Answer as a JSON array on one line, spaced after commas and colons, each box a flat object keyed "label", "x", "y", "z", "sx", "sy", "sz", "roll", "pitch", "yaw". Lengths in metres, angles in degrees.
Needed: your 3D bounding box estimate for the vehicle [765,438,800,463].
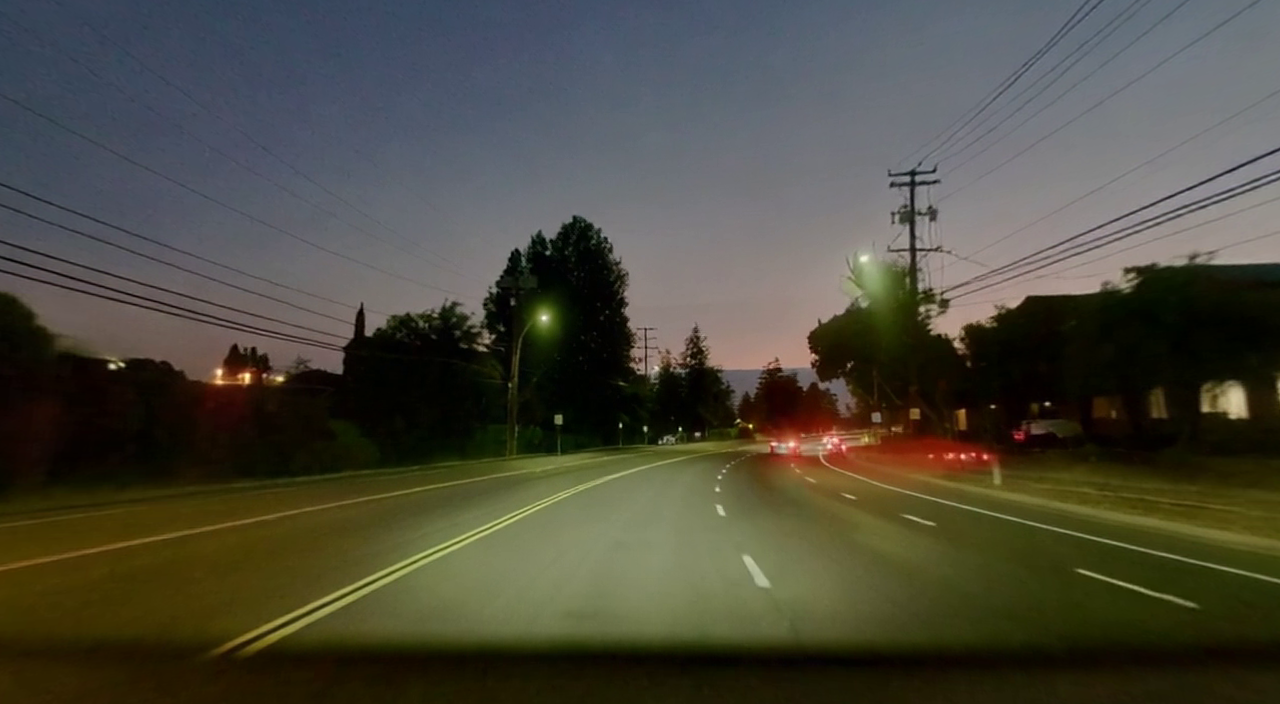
[{"label": "vehicle", "x": 8.938, "y": 6.137, "z": 39.340, "sx": 1.982, "sy": 1.451, "sz": 4.152, "roll": -2, "pitch": -9, "yaw": 13}]
